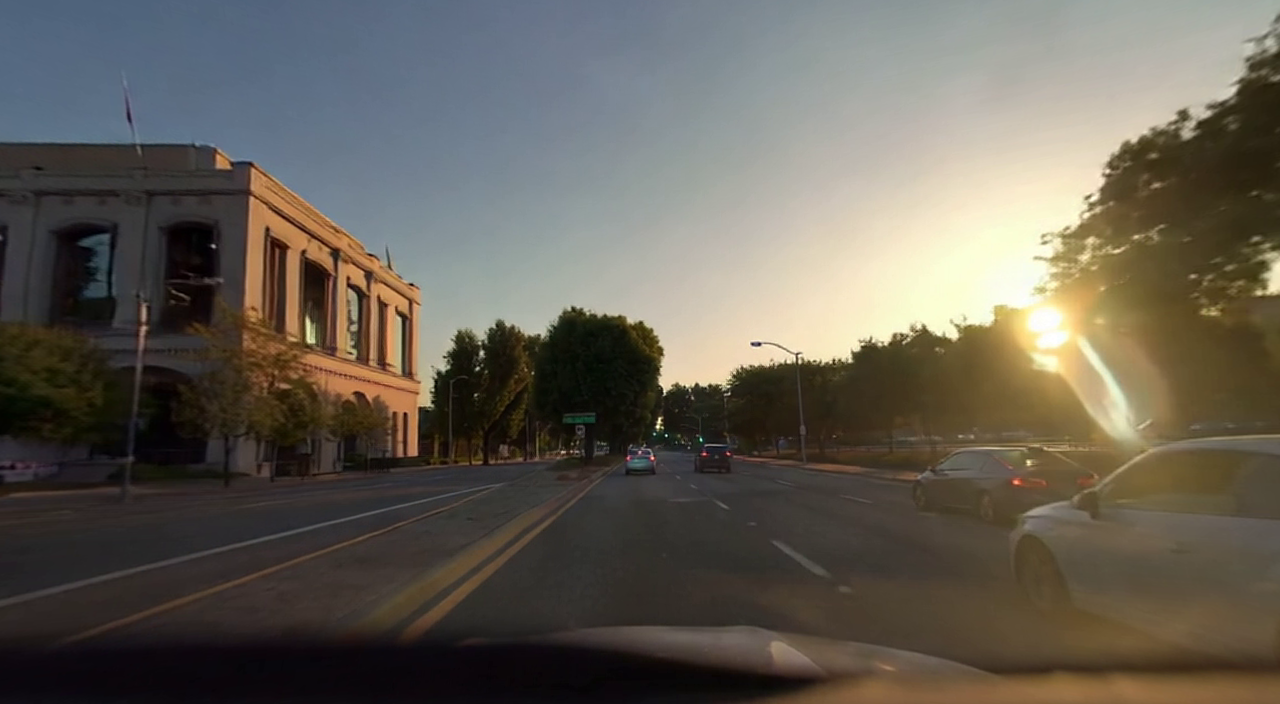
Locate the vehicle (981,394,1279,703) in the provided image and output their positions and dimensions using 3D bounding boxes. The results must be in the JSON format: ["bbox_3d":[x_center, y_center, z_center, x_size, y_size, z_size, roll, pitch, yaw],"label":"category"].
[{"bbox_3d":[3.754,1.015,3.130,1.937,1.538,3.832,0,-9,0],"label":"vehicle"}]

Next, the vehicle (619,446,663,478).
[{"bbox_3d":[0.038,5.375,31.135,2.054,1.446,3.969,0,-9,0],"label":"vehicle"}]

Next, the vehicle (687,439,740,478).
[{"bbox_3d":[3.616,5.316,31.782,2.036,1.757,4.300,0,-9,-1],"label":"vehicle"}]
